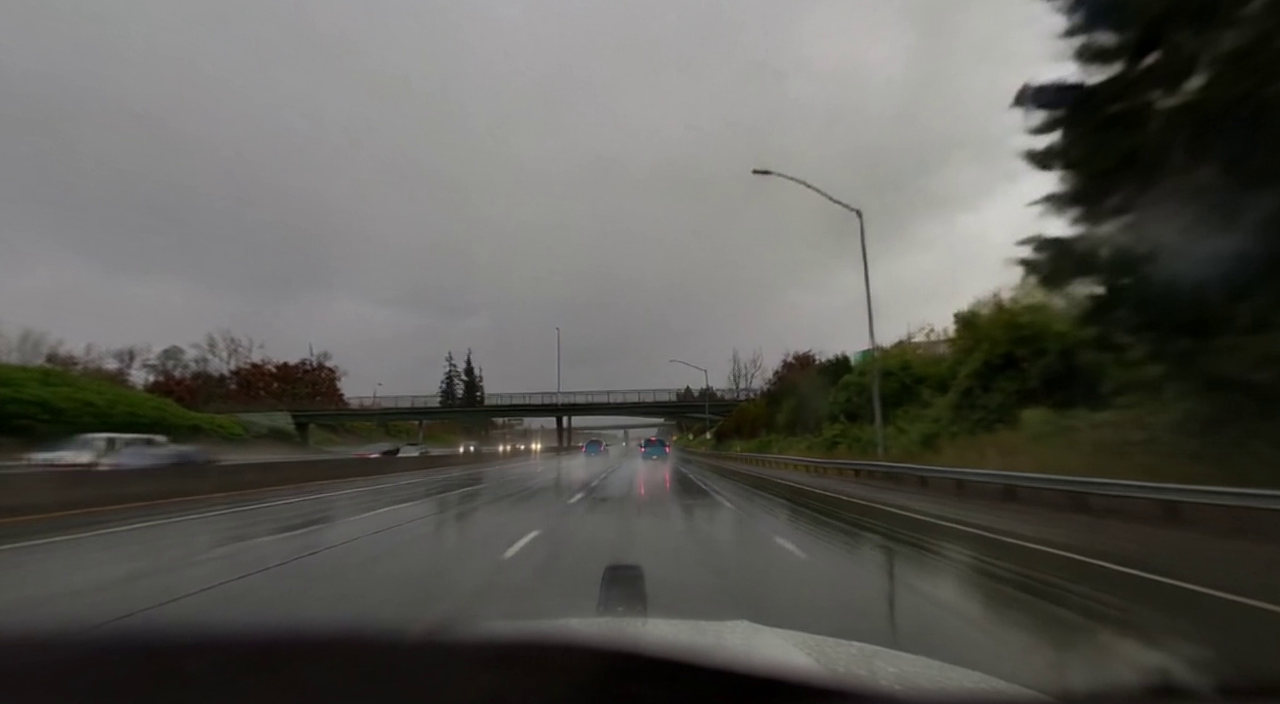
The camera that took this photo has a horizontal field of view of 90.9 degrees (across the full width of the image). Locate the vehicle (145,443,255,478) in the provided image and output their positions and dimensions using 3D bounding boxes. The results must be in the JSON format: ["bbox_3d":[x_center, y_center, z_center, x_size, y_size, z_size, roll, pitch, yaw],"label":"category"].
[{"bbox_3d":[-19.643,4.847,28.403,1.838,1.449,4.217,0,-9,1],"label":"vehicle"}]

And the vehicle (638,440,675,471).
[{"bbox_3d":[0.945,6.004,36.833,2.010,1.637,4.940,0,-9,1],"label":"vehicle"}]

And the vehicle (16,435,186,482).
[{"bbox_3d":[-23.500,4.657,27.961,2.204,1.850,5.937,0,-9,2],"label":"vehicle"}]
